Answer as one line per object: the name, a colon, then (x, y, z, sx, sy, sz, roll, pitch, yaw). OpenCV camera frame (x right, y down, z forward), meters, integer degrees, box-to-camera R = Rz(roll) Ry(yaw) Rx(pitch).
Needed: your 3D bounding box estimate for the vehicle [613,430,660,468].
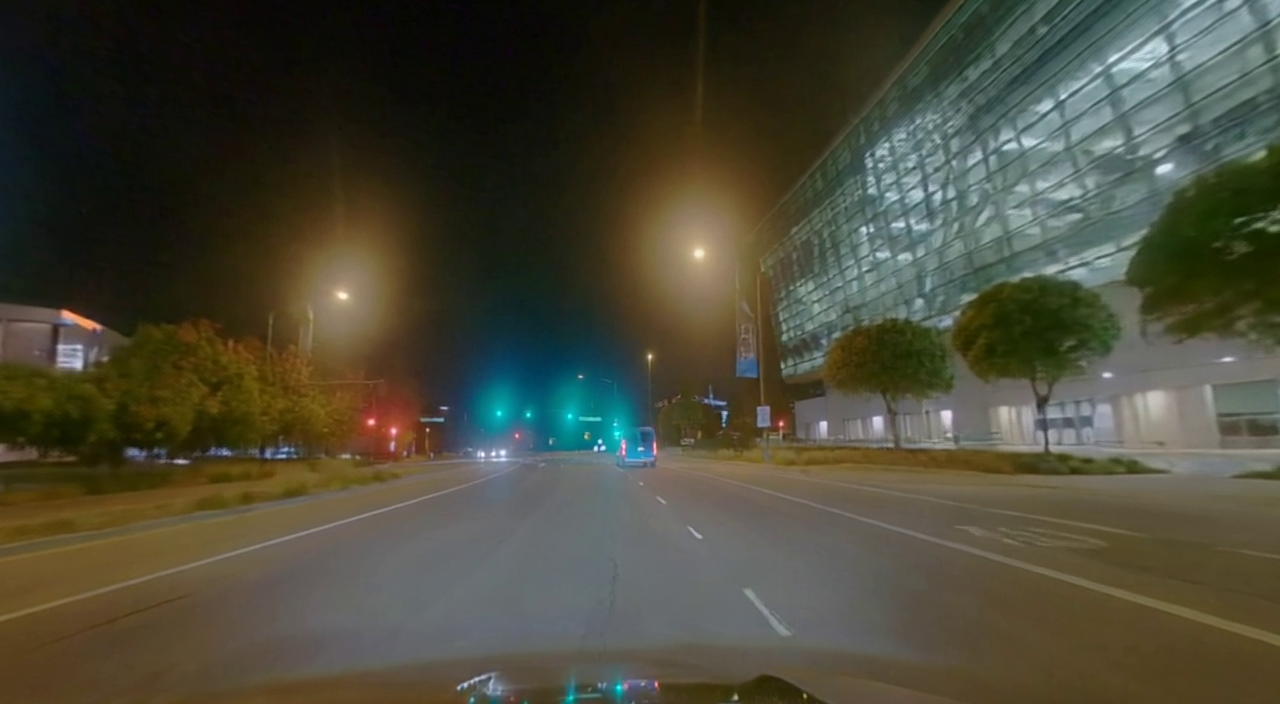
vehicle: (-0.285, 6.298, 40.974, 2.339, 2.244, 4.817, 1, -9, -9)
